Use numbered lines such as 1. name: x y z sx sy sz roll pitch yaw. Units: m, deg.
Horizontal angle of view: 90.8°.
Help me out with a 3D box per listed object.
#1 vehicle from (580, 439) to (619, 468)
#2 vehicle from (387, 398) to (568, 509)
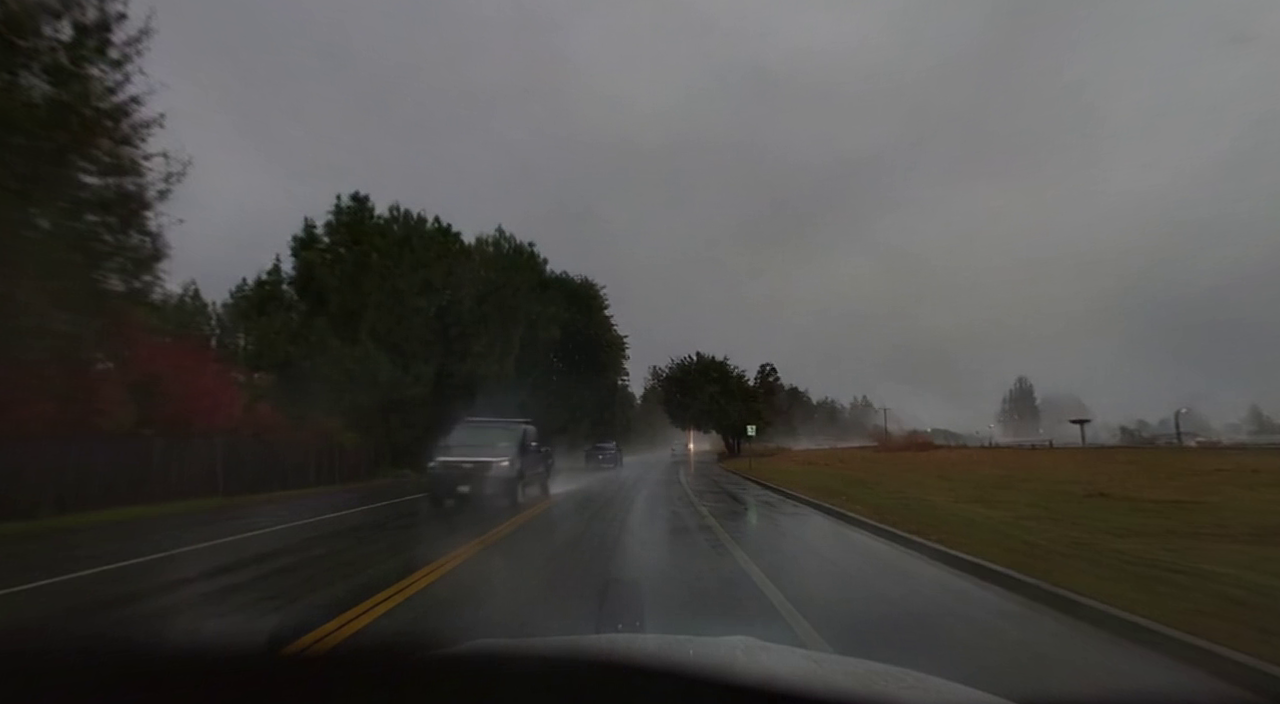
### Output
1. vehicle: -2.613 6.758 42.165 2.097 1.791 4.663 -1 -8 2
2. vehicle: -3.927 2.736 17.437 2.825 2.376 7.468 -1 -8 2
